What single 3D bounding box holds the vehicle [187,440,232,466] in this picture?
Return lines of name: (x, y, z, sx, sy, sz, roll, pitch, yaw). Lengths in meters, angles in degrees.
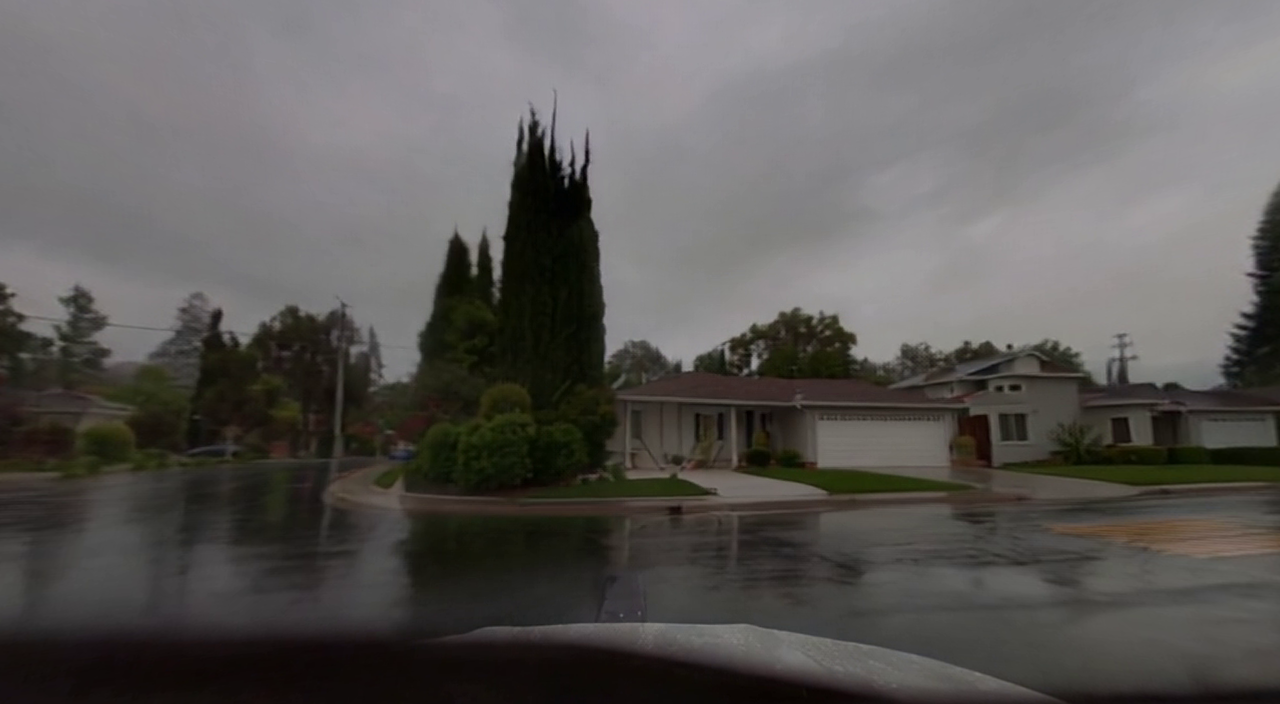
vehicle: (-33.366, 7.767, 48.863, 2.434, 1.889, 5.594, 7, -10, -37)
